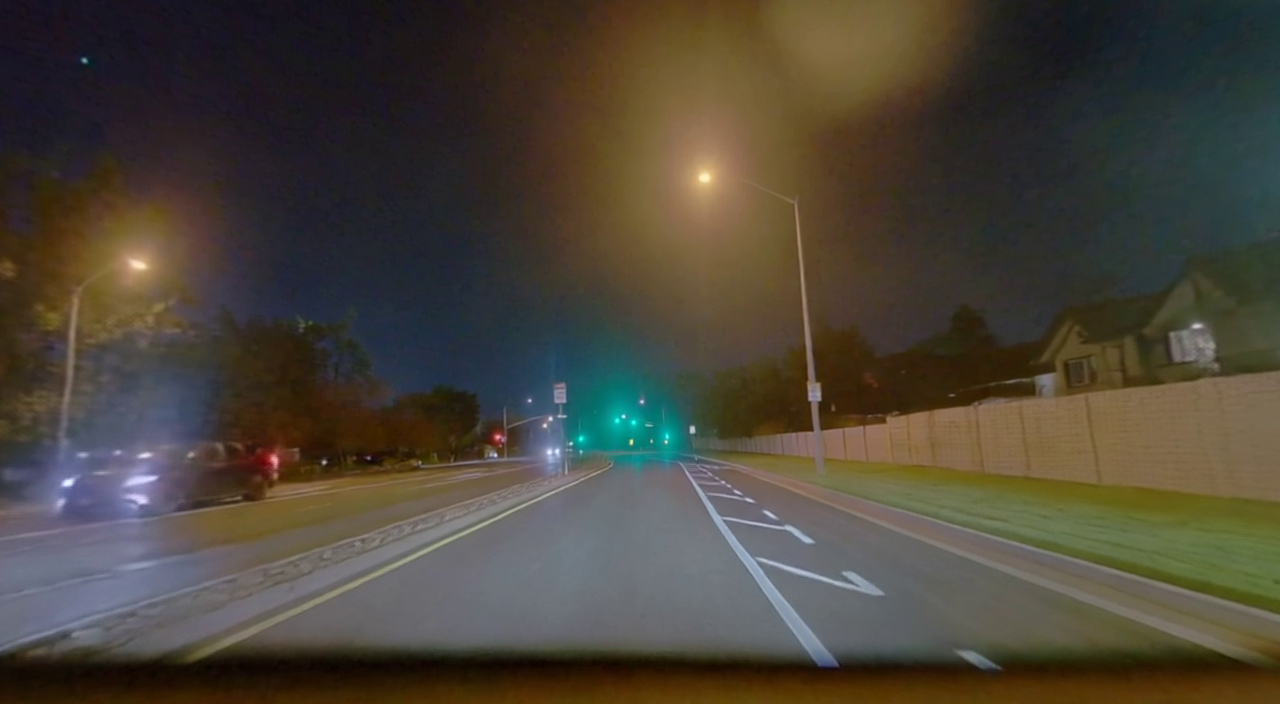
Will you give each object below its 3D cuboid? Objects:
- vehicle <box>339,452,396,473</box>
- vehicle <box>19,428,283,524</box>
[{"bbox_3d":[-21.288,8.651,49.485,1.919,1.497,5.140,-1,-8,4],"label":"vehicle"},{"bbox_3d":[-11.274,2.860,15.216,2.336,1.905,4.908,-1,-8,1],"label":"vehicle"}]
